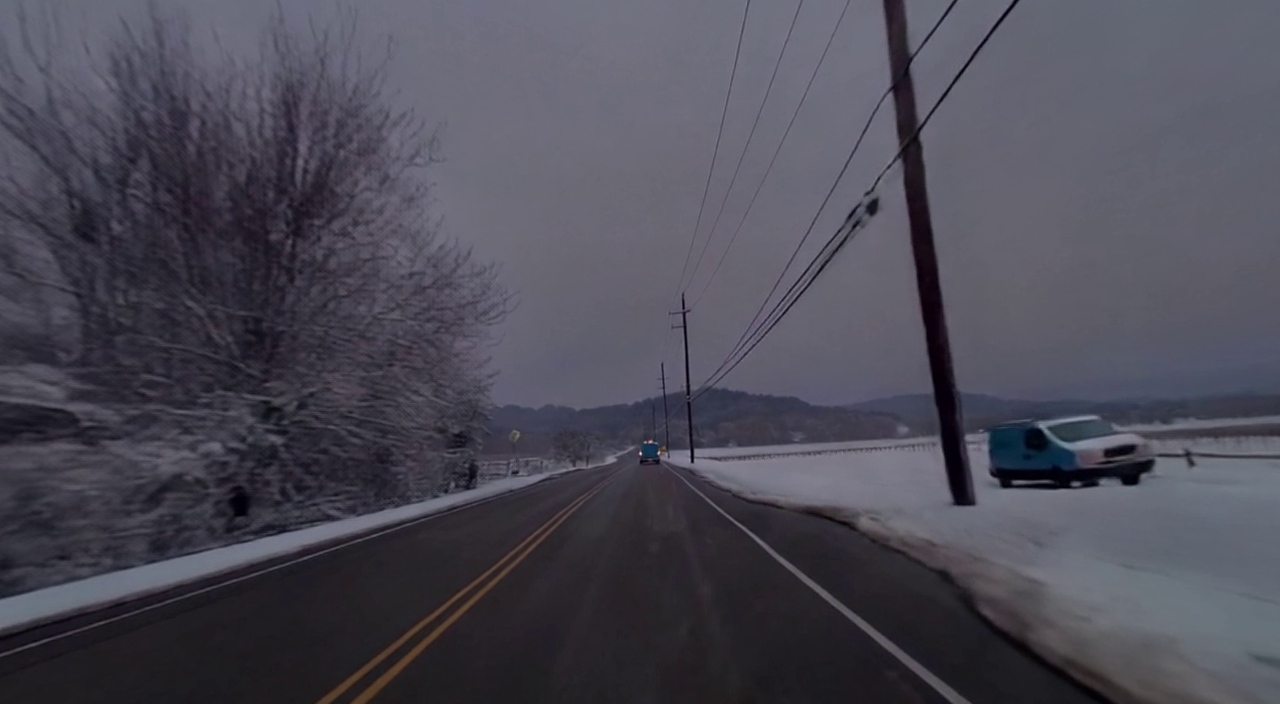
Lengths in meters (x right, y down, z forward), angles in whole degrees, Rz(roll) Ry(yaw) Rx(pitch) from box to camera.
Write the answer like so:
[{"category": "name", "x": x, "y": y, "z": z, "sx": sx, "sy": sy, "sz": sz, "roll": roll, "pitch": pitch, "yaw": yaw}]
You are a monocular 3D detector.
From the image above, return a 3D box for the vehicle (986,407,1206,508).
[{"category": "vehicle", "x": 10.602, "y": 2.487, "z": 15.209, "sx": 2.077, "sy": 1.919, "sz": 4.690, "roll": -4, "pitch": -8, "yaw": 6}]
